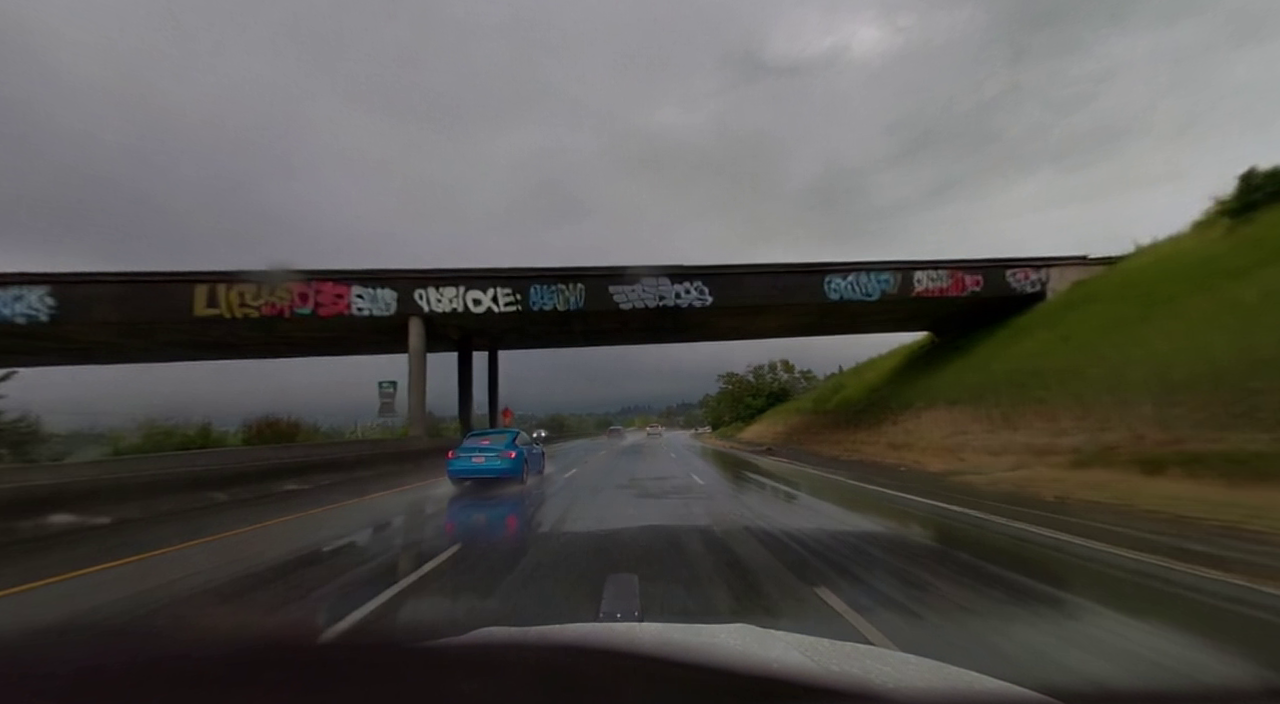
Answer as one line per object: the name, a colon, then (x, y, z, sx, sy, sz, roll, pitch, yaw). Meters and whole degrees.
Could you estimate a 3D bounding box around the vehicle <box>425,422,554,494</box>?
vehicle: (-3.614, 2.634, 16.151, 2.108, 1.555, 4.574, 0, -8, 1)
